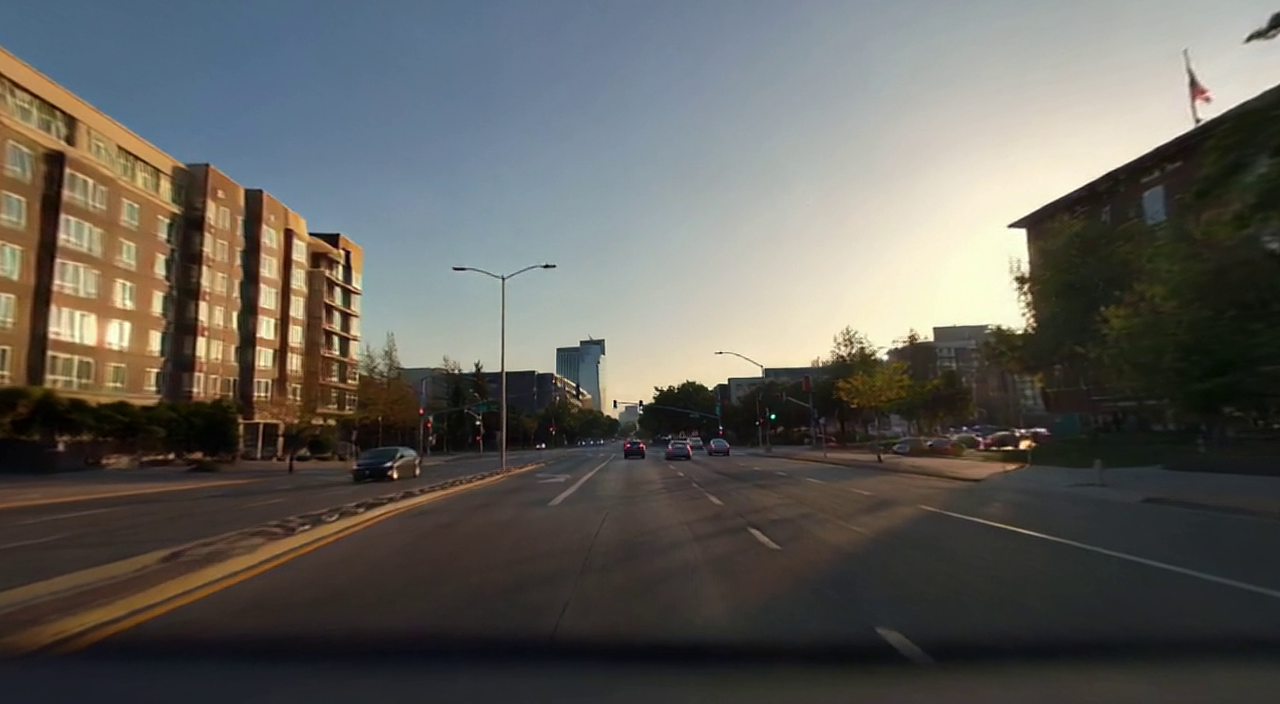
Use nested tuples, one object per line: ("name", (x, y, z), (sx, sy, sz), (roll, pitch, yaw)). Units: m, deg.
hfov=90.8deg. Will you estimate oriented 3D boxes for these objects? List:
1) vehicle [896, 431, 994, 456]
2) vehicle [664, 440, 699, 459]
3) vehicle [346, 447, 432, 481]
("vehicle", (23.518, 7.114, 48.949), (6.313, 1.772, 2.263), (-9, -11, 43))
("vehicle", (3.006, 7.122, 46.179), (2.080, 1.321, 4.382), (0, -8, -2))
("vehicle", (-12.016, 5.362, 30.650), (2.247, 1.475, 4.593), (0, -8, 0))
